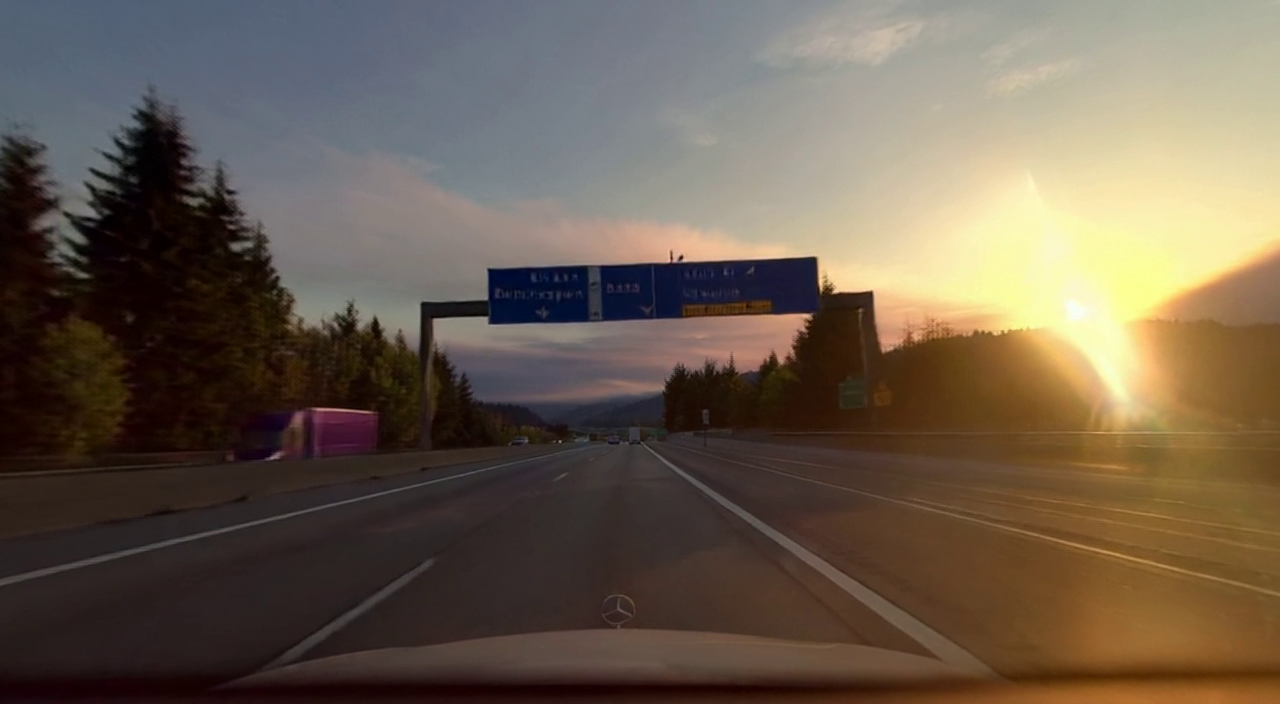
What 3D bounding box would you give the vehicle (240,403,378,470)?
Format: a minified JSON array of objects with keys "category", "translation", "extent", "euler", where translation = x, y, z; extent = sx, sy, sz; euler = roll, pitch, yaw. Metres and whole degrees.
[{"category":"vehicle","translation":[-18.061,4.750,35.252],"extent":[2.904,3.267,8.867],"euler":[0,-8,0]}]
